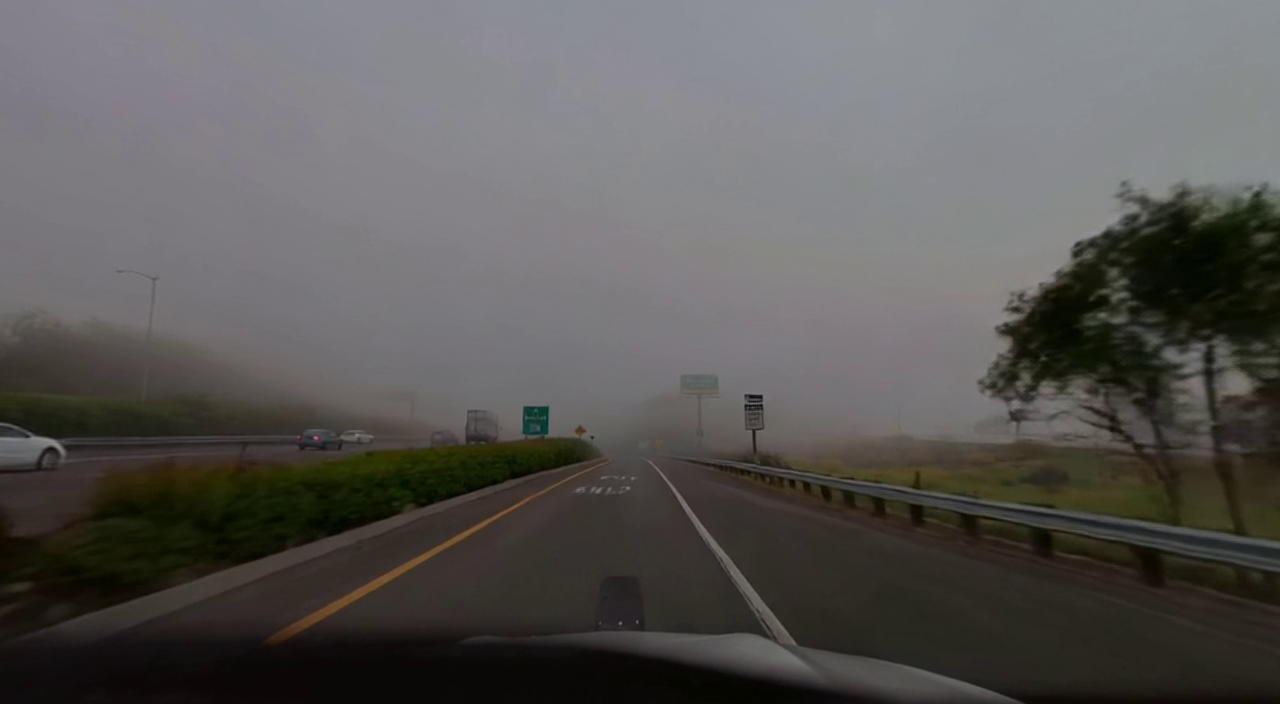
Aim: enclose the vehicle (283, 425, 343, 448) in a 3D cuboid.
[{"bbox_3d":[-22.700,5.882,44.015,1.933,1.496,4.516,0,-8,-2],"label":"vehicle"}]
